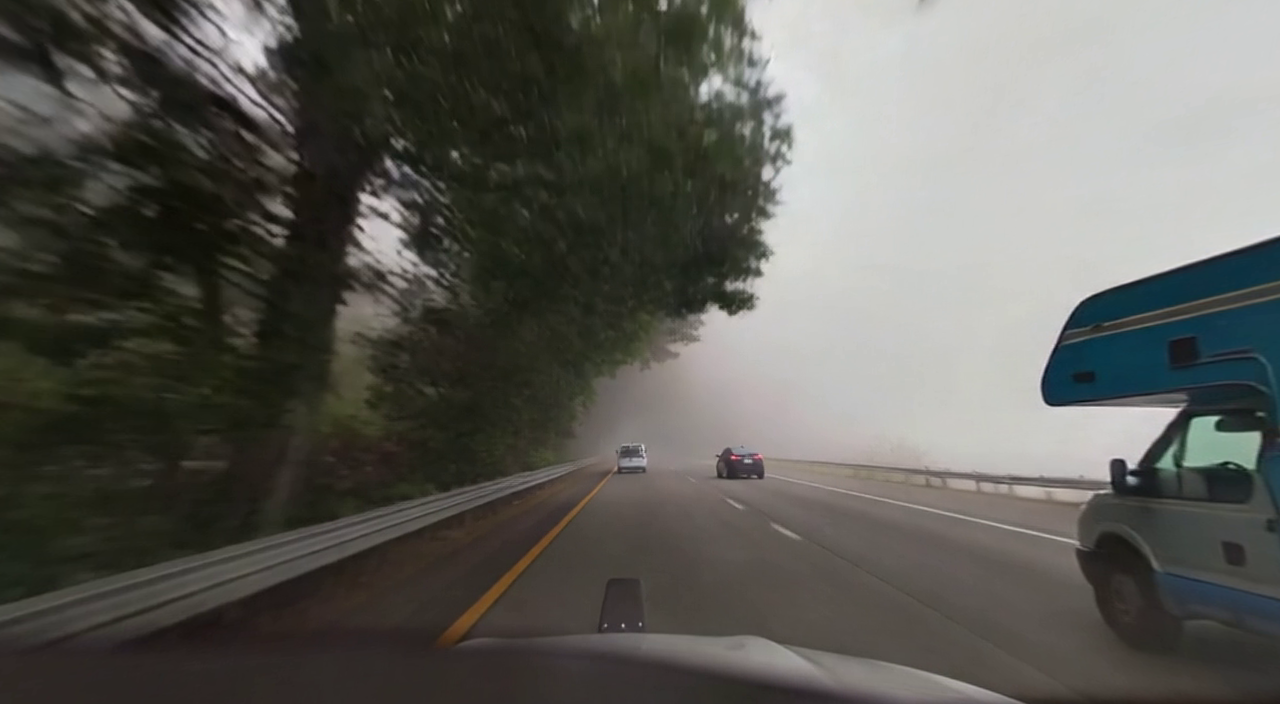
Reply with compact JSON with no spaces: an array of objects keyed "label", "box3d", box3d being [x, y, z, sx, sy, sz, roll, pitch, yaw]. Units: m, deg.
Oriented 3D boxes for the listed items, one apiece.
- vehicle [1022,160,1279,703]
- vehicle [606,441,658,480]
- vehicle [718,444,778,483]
[{"label":"vehicle","box3d":[4.674,0.206,1.736,2.745,2.832,7.035,0,-9,0]},{"label":"vehicle","box3d":[-0.340,4.805,28.132,2.120,1.575,4.018,0,-9,0]},{"label":"vehicle","box3d":[4.253,4.453,25.375,1.757,1.459,3.398,0,-9,-1]}]
